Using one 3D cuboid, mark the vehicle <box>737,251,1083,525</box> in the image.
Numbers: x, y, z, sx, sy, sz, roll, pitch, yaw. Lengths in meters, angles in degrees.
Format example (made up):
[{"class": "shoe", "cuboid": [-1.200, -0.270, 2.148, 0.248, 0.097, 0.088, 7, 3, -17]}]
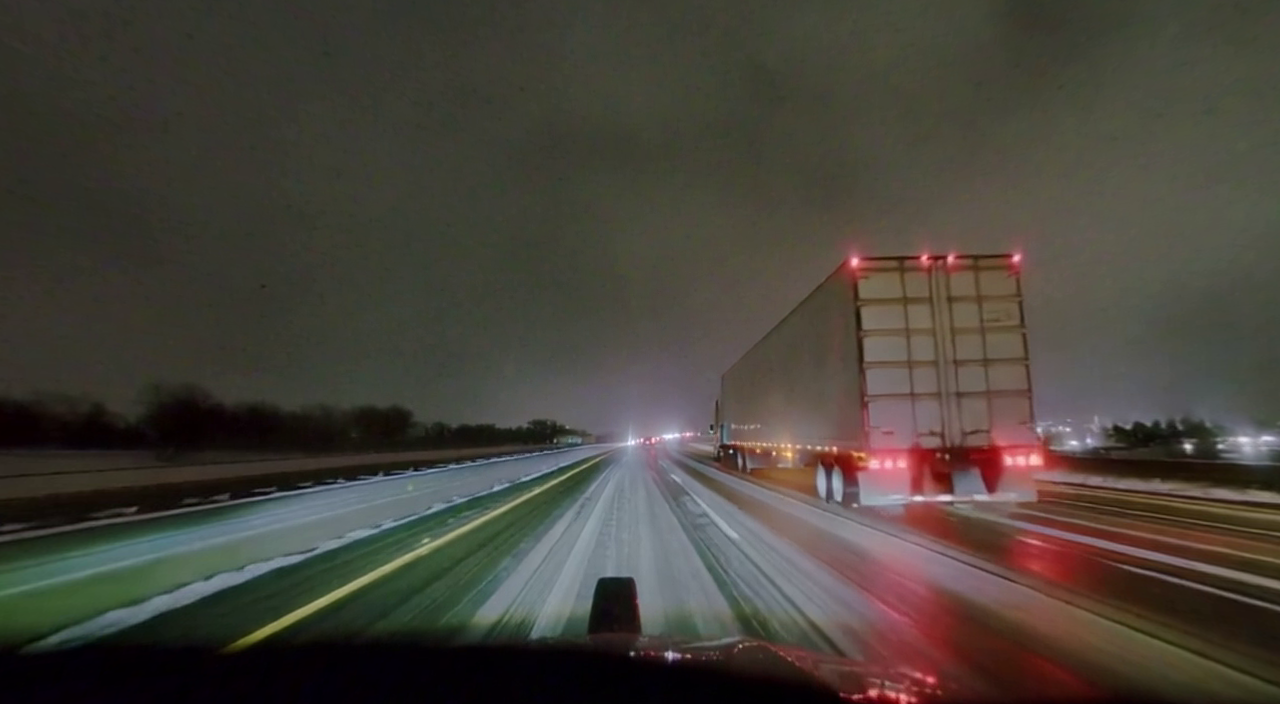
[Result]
[{"class": "vehicle", "cuboid": [4.963, 1.384, 16.034, 2.966, 4.072, 13.408, 0, -8, 0]}]
